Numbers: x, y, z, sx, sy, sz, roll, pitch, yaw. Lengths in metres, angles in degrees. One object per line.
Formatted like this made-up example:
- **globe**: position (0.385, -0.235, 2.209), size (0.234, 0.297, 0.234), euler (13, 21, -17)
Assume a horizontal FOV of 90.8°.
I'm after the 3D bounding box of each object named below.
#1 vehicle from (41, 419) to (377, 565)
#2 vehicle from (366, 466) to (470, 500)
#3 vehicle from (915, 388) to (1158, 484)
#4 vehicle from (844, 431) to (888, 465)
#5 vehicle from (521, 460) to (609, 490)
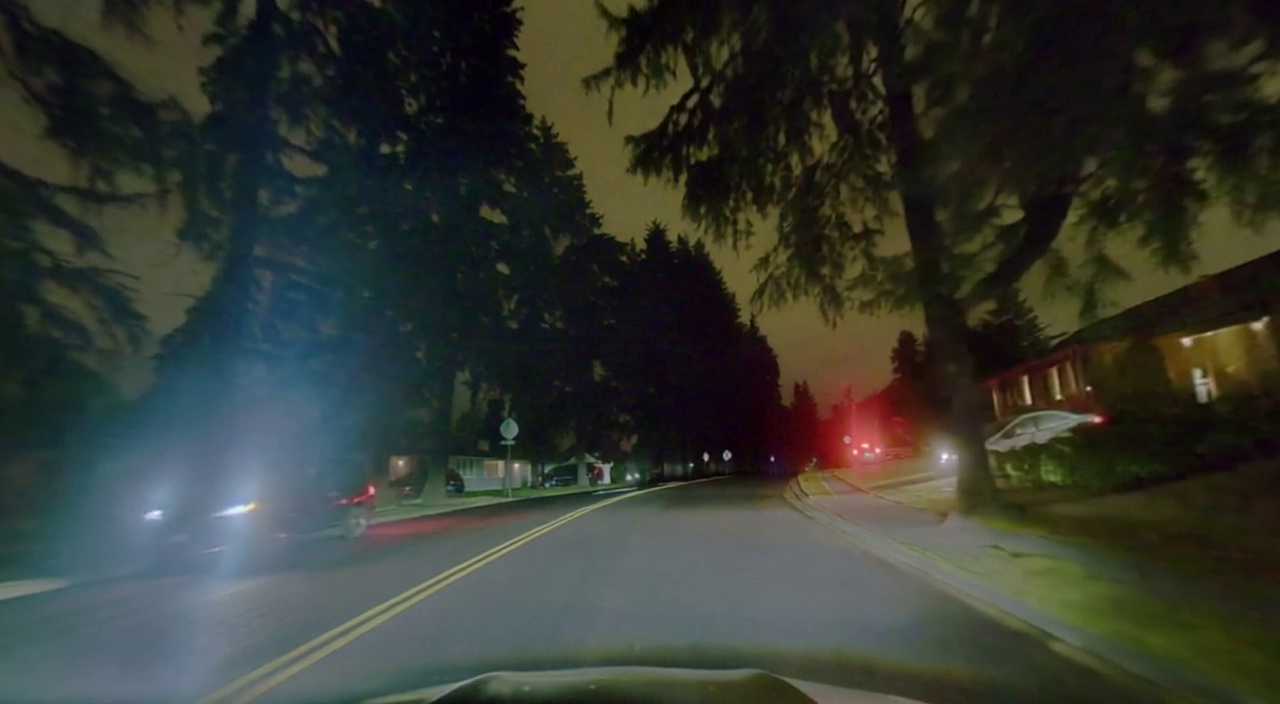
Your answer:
- **vehicle**: position (-6.251, 2.414, 9.982), size (1.963, 1.539, 4.210), euler (-3, -22, 6)
- **vehicle**: position (-10.307, 6.095, 29.524), size (4.175, 1.492, 1.845), euler (0, -10, 0)
- **vehicle**: position (10.160, 2.232, 16.540), size (4.740, 1.638, 2.018), euler (-4, -24, -1)
- **vehicle**: position (13.701, 5.801, 38.505), size (2.163, 1.885, 4.804), euler (-3, -8, 16)
- **vehicle**: position (-5.140, 8.549, 43.884), size (5.643, 1.759, 2.110), euler (-2, -19, 9)
